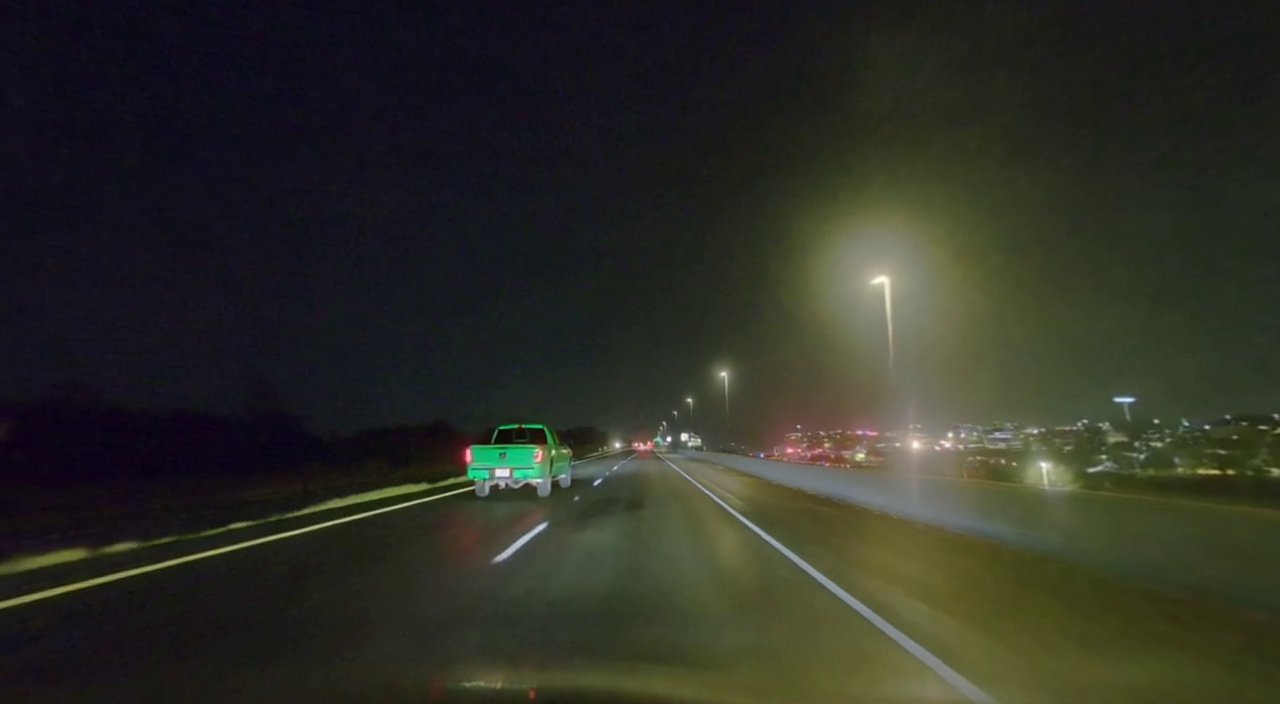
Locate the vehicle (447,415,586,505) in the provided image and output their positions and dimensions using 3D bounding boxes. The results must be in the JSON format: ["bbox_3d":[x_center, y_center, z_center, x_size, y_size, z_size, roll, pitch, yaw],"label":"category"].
[{"bbox_3d":[-2.930,2.756,16.508,2.350,1.932,5.562,0,-8,2],"label":"vehicle"}]
